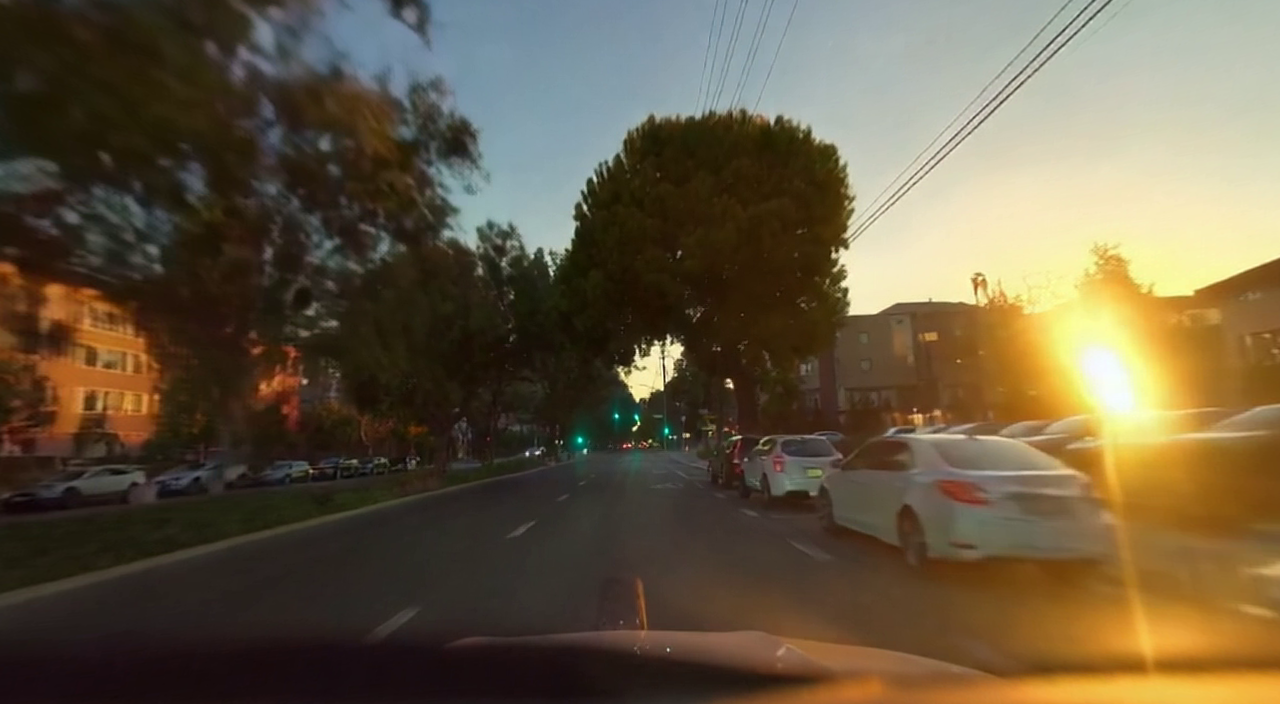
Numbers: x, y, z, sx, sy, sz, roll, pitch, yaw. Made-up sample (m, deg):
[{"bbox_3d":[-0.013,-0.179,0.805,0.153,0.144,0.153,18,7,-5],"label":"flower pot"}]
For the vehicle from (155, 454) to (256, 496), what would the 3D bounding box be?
[{"bbox_3d":[-18.195,5.147,26.671,1.760,1.566,3.664,0,-8,-3],"label":"vehicle"}]

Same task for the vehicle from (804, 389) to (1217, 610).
[{"bbox_3d":[3.508,1.485,7.314,1.874,1.707,4.637,0,-8,-1],"label":"vehicle"}]

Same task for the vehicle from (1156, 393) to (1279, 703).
[{"bbox_3d":[3.386,0.647,0.577,2.035,1.483,4.503,0,-8,0],"label":"vehicle"}]

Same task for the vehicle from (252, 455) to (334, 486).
[{"bbox_3d":[-18.405,6.290,33.783,1.900,1.427,4.398,0,-8,0],"label":"vehicle"}]

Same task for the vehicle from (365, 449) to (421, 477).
[{"bbox_3d":[-14.769,6.647,38.006,1.812,1.544,3.832,0,-8,-1],"label":"vehicle"}]

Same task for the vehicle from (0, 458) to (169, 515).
[{"bbox_3d":[-18.089,4.296,20.657,1.958,1.534,4.428,0,-8,-1],"label":"vehicle"}]
